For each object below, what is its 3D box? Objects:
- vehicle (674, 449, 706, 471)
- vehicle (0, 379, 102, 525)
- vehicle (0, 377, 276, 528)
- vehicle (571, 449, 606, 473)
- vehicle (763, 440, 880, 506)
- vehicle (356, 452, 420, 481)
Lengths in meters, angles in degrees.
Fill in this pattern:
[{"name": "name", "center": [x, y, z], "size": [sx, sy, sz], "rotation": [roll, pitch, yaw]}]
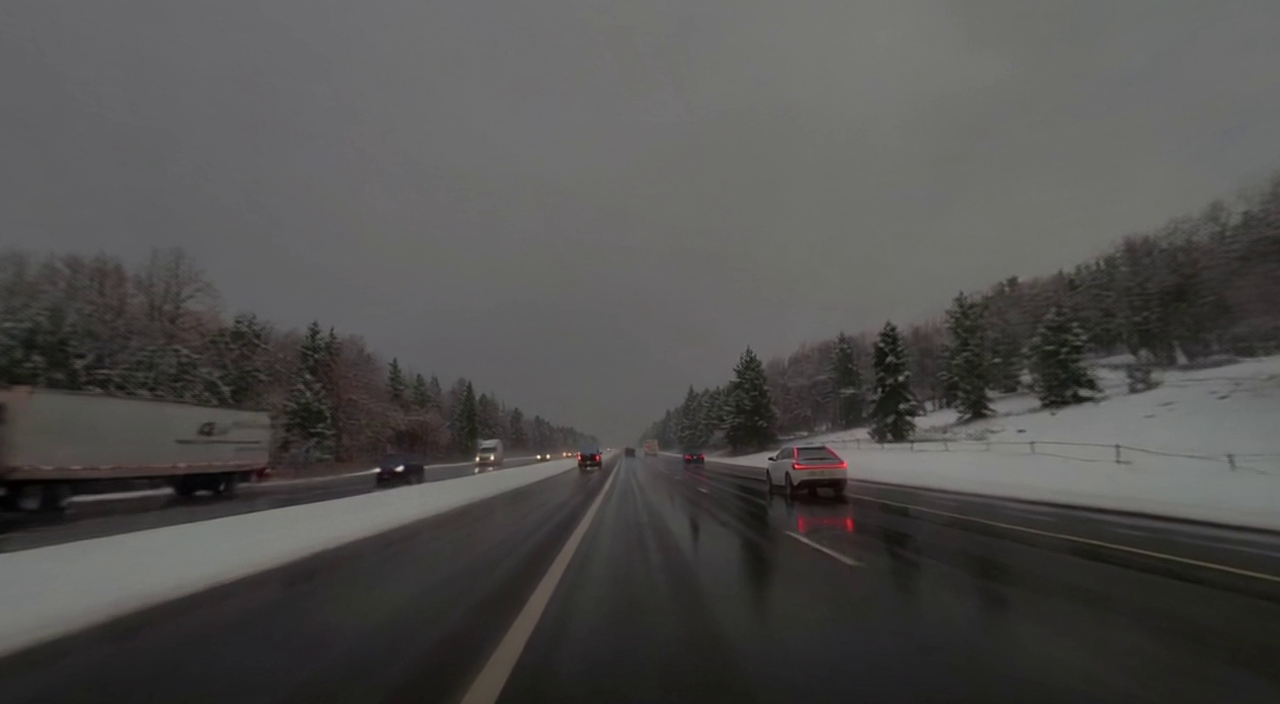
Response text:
[{"name": "vehicle", "center": [3.546, 7.703, 45.103], "size": [1.846, 1.480, 3.694], "rotation": [0, -9, -2]}, {"name": "vehicle", "center": [-19.254, 2.803, 17.670], "size": [2.977, 4.017, 5.889], "rotation": [0, -9, -2]}, {"name": "vehicle", "center": [-19.466, 3.834, 24.298], "size": [2.919, 4.173, 14.038], "rotation": [0, -9, -2]}, {"name": "vehicle", "center": [-3.420, 7.316, 42.564], "size": [2.021, 1.507, 4.272], "rotation": [0, -9, -1]}, {"name": "vehicle", "center": [4.783, 3.232, 17.263], "size": [1.903, 1.566, 3.866], "rotation": [0, -9, -2]}, {"name": "vehicle", "center": [-15.411, 6.992, 38.833], "size": [2.034, 1.647, 4.778], "rotation": [0, -9, -1]}]
